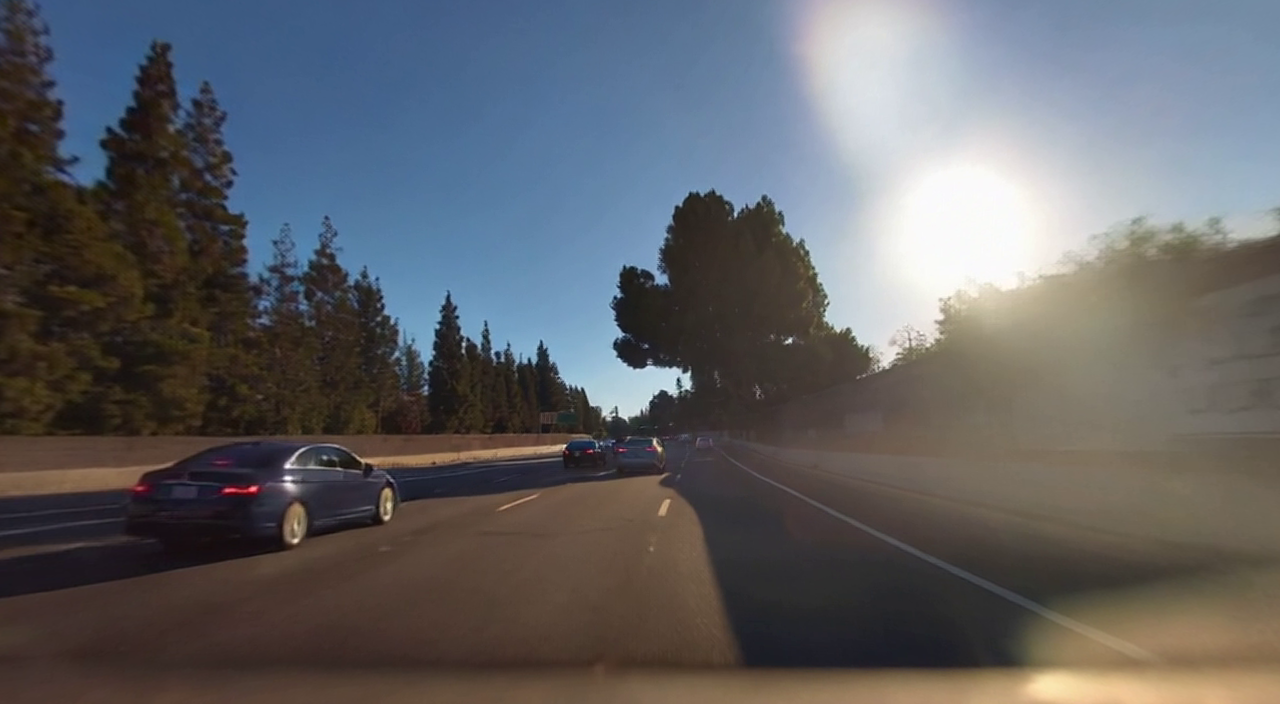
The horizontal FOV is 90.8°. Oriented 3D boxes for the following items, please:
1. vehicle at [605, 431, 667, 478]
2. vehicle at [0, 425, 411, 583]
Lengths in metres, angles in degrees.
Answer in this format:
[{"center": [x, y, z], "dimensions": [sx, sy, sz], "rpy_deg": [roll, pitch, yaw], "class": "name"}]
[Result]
[{"center": [-0.030, 4.025, 25.134], "dimensions": [2.082, 1.638, 4.644], "rpy_deg": [0, -8, 4], "class": "vehicle"}, {"center": [-5.084, 1.789, 8.451], "dimensions": [1.981, 1.460, 4.792], "rpy_deg": [0, -8, 4], "class": "vehicle"}]
